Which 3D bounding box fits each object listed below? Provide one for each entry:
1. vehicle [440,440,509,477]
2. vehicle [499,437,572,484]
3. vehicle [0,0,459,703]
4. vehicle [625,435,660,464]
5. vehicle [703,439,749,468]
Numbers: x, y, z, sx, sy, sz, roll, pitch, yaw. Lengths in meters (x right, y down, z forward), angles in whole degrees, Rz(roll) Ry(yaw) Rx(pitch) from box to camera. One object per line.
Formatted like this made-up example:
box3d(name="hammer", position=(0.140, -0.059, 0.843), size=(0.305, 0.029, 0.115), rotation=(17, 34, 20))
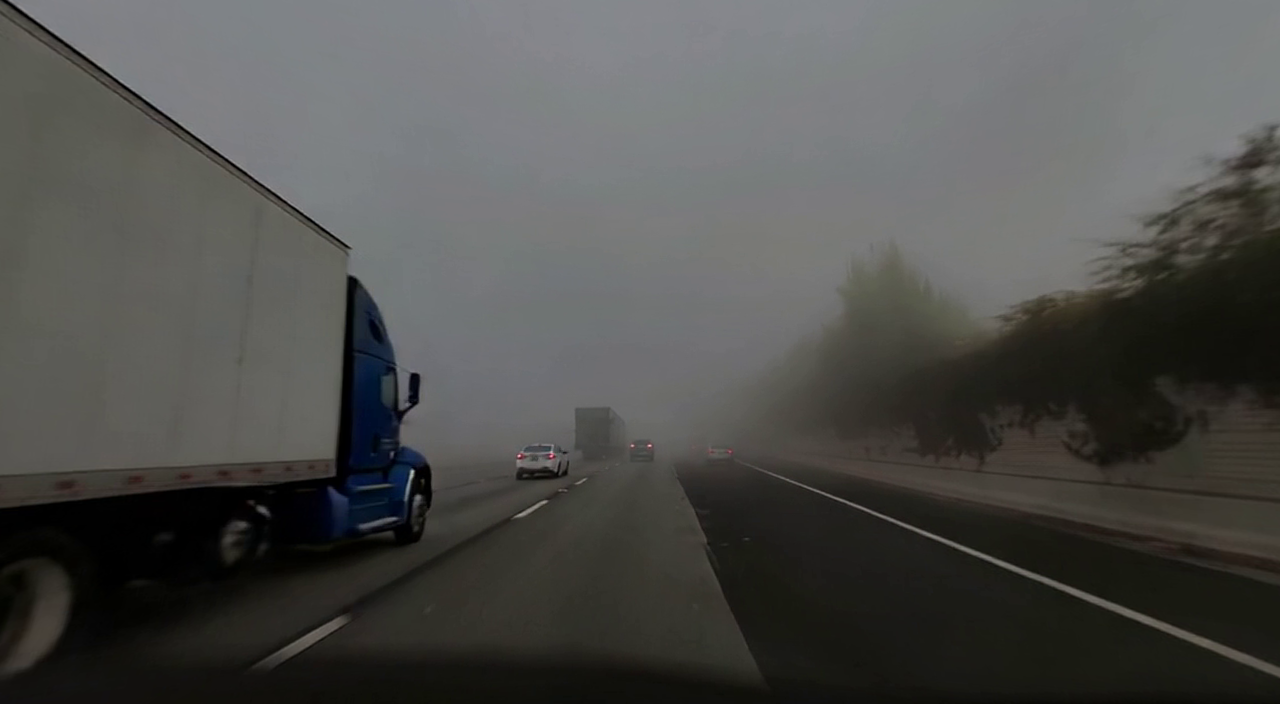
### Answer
box3d(name="vehicle", position=(-7.525, 4.874, 29.059), size=(1.967, 1.555, 4.161), rotation=(0, -8, 1))
box3d(name="vehicle", position=(-3.803, 4.024, 23.773), size=(1.866, 1.568, 4.603), rotation=(0, -8, 2))
box3d(name="vehicle", position=(-3.950, 0.173, 3.741), size=(3.123, 3.341, 7.669), rotation=(-1, -8, 3))
box3d(name="vehicle", position=(0.174, 6.634, 43.121), size=(2.325, 1.864, 4.128), rotation=(0, -8, 0))
box3d(name="vehicle", position=(4.701, 5.588, 34.942), size=(2.176, 1.493, 3.955), rotation=(-1, -8, 3))
